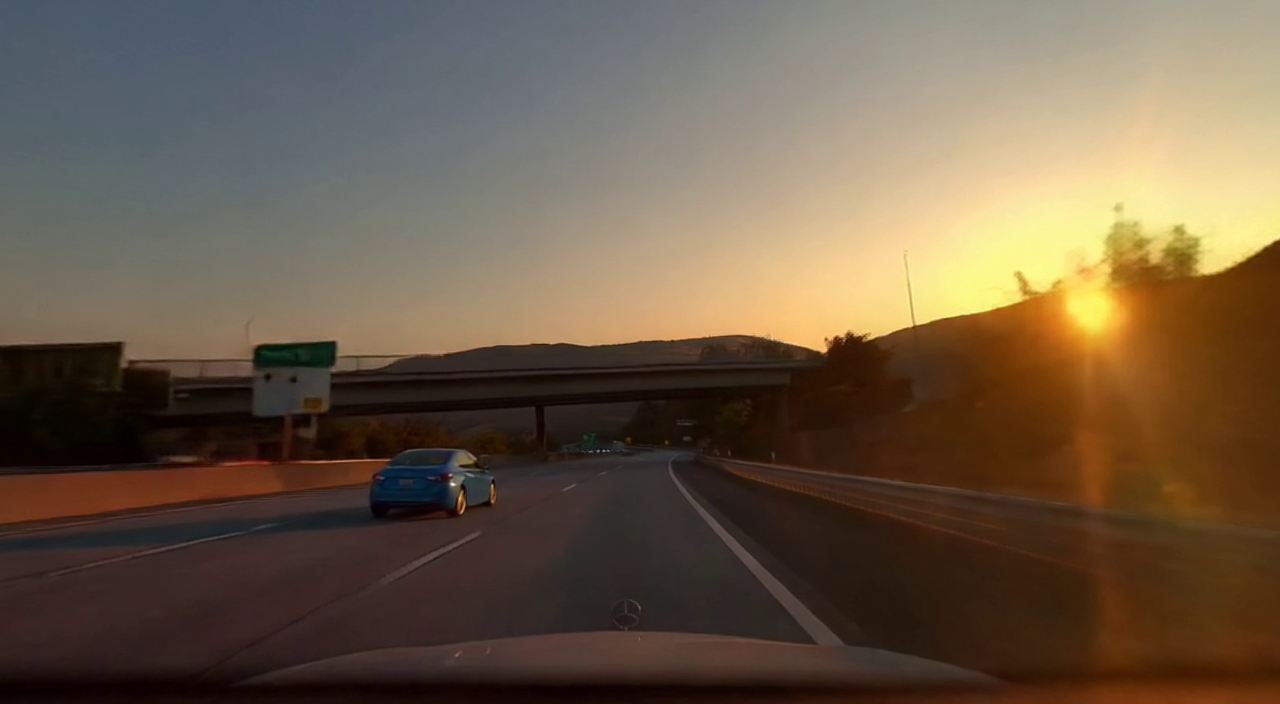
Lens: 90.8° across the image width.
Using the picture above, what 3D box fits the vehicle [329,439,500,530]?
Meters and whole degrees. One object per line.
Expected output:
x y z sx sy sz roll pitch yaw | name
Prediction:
-4.198 2.507 12.481 1.928 1.504 3.745 0 -9 1 | vehicle
